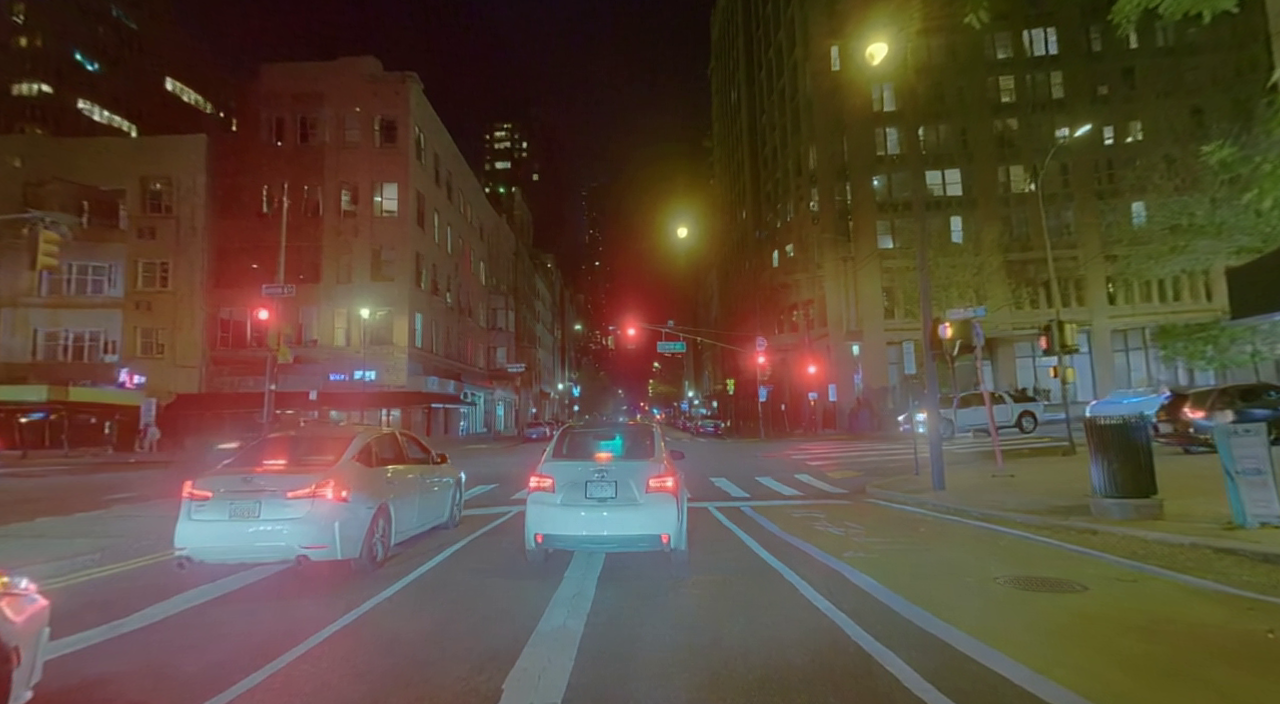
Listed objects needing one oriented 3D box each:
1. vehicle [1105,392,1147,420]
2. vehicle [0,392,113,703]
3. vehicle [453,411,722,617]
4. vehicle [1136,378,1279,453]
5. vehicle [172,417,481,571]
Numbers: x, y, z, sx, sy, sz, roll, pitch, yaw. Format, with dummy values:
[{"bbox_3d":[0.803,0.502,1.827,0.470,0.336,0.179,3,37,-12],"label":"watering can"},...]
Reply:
[{"bbox_3d":[33.733,3.792,43.951,1.958,1.667,4.392,-6,-10,34],"label":"vehicle"},{"bbox_3d":[-3.906,0.703,1.183,1.995,1.524,4.438,0,-8,0],"label":"vehicle"},{"bbox_3d":[-0.408,1.498,6.731,1.999,1.520,3.896,0,-8,0],"label":"vehicle"},{"bbox_3d":[21.637,2.354,22.876,5.863,2.493,2.354,2,-9,-12],"label":"vehicle"},{"bbox_3d":[-3.684,1.742,8.521,1.934,1.522,4.287,0,-8,0],"label":"vehicle"}]
